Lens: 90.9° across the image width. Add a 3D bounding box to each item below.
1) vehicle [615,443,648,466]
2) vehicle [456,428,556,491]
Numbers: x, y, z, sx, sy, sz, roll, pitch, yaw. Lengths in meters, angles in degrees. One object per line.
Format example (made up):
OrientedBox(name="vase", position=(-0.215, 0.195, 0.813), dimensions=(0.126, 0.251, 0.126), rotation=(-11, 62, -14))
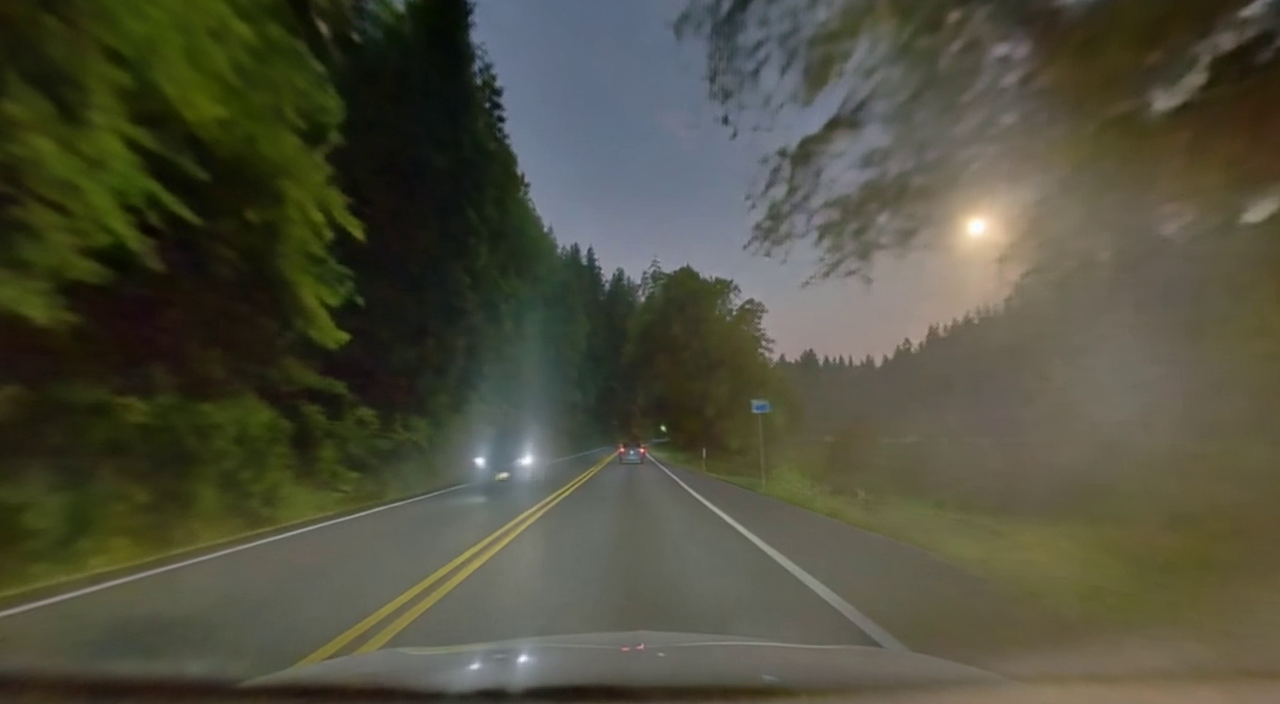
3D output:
OrientedBox(name="vehicle", position=(-0.593, 7.001, 43.308), dimensions=(2.120, 1.491, 4.349), rotation=(0, -9, -1))
OrientedBox(name="vehicle", position=(-4.364, 3.614, 21.571), dimensions=(2.223, 1.836, 5.392), rotation=(-1, -9, 0))
